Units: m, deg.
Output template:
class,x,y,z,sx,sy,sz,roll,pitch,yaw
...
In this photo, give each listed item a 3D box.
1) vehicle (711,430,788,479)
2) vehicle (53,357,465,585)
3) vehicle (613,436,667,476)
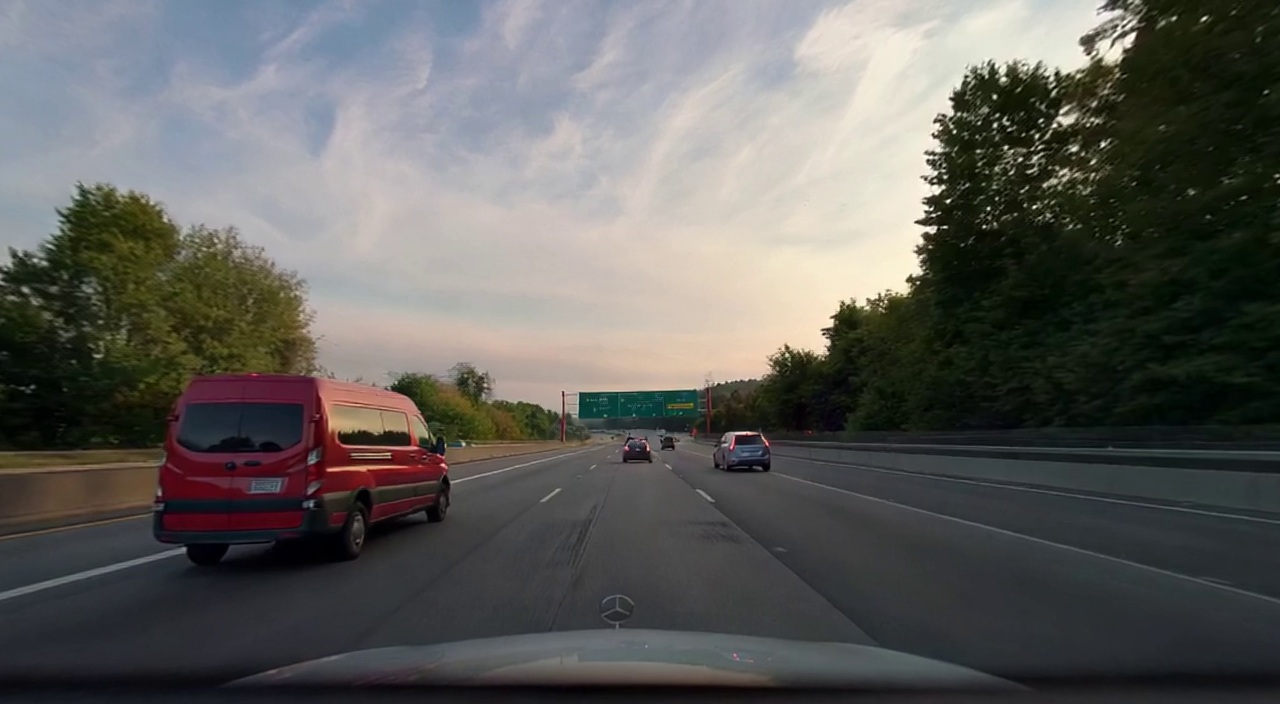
class,x,y,z,sx,sy,sz,roll,pitch,yaw
vehicle,3.994,3.793,23.719,1.996,1.638,4.496,0,-8,-1
vehicle,-4.152,1.407,8.308,2.275,2.053,5.082,0,-8,-1
vehicle,-0.013,4.107,25.339,2.020,1.464,3.803,0,-8,0
